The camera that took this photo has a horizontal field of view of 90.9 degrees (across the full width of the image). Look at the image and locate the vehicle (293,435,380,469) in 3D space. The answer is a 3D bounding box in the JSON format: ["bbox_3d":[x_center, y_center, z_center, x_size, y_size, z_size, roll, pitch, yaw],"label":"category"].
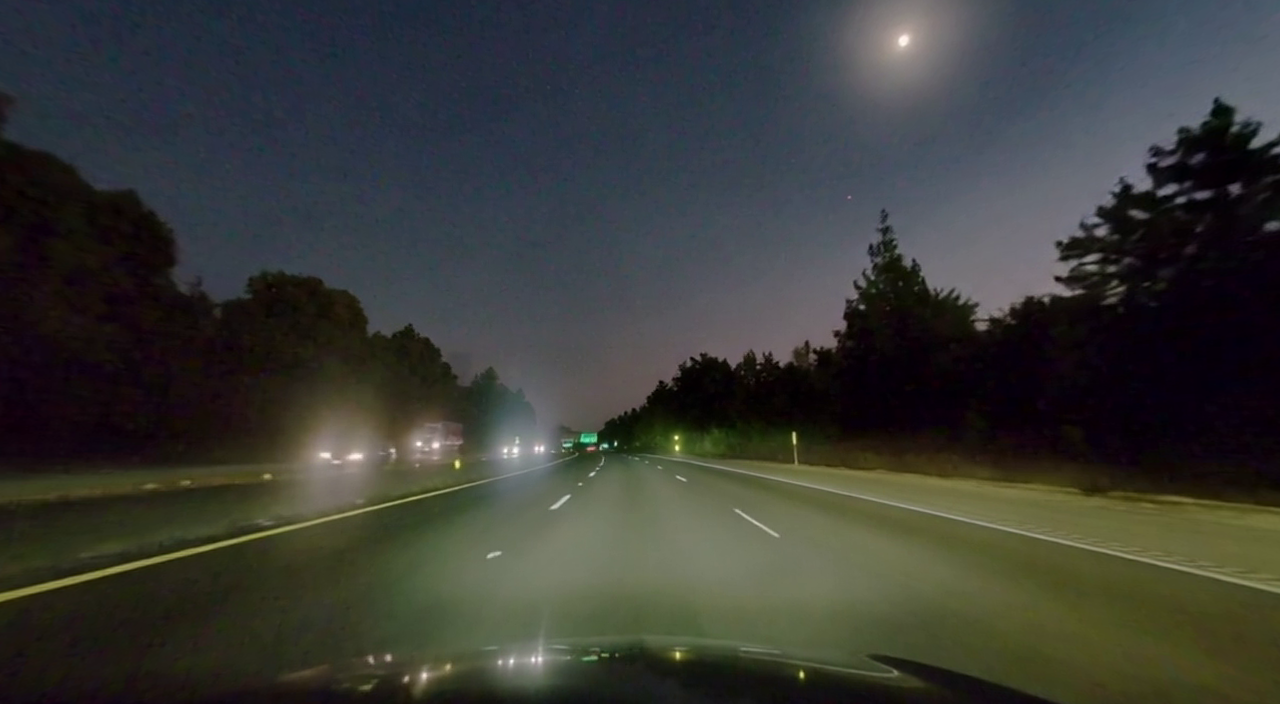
[{"bbox_3d":[-13.848,4.601,29.085,1.854,1.438,4.451,0,-9,-1],"label":"vehicle"}]
